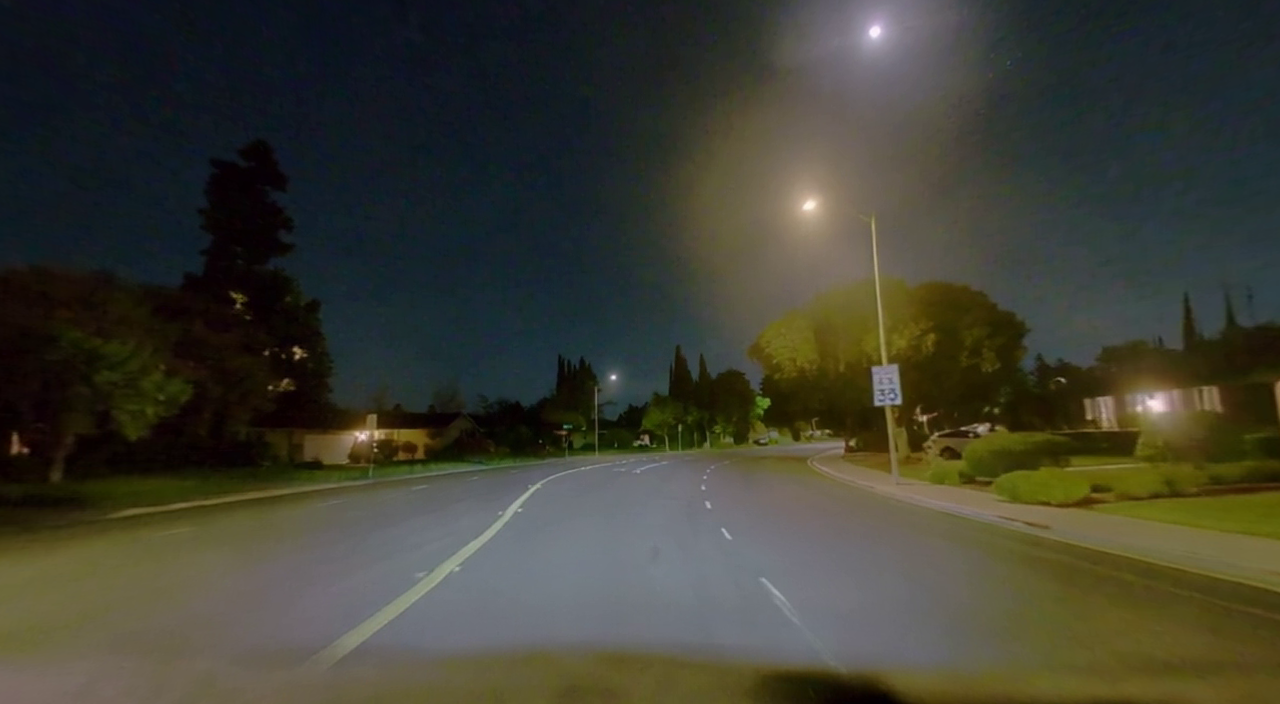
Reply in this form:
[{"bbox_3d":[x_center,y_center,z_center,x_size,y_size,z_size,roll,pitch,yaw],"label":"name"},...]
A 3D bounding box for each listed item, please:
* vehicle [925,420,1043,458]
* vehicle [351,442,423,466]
[{"bbox_3d":[16.992,4.359,31.401,4.766,1.789,1.939,-3,-9,17],"label":"vehicle"},{"bbox_3d":[-17.267,6.939,43.031,4.110,1.605,1.968,-2,-9,15],"label":"vehicle"}]
